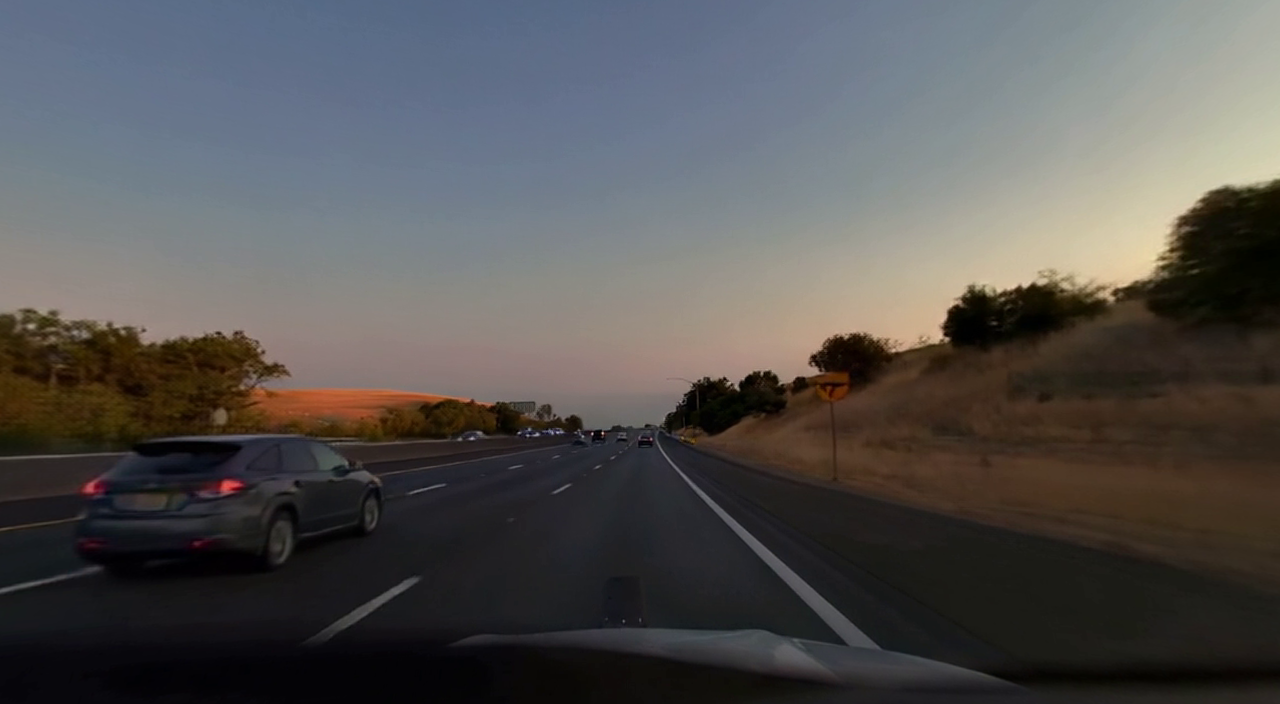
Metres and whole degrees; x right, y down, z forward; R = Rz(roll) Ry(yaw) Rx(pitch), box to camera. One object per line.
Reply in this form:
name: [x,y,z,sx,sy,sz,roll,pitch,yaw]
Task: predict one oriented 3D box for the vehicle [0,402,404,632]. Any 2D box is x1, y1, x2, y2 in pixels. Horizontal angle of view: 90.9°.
vehicle: [-4.500,1.478,6.742,2.071,1.556,4.729,0,-8,1]
